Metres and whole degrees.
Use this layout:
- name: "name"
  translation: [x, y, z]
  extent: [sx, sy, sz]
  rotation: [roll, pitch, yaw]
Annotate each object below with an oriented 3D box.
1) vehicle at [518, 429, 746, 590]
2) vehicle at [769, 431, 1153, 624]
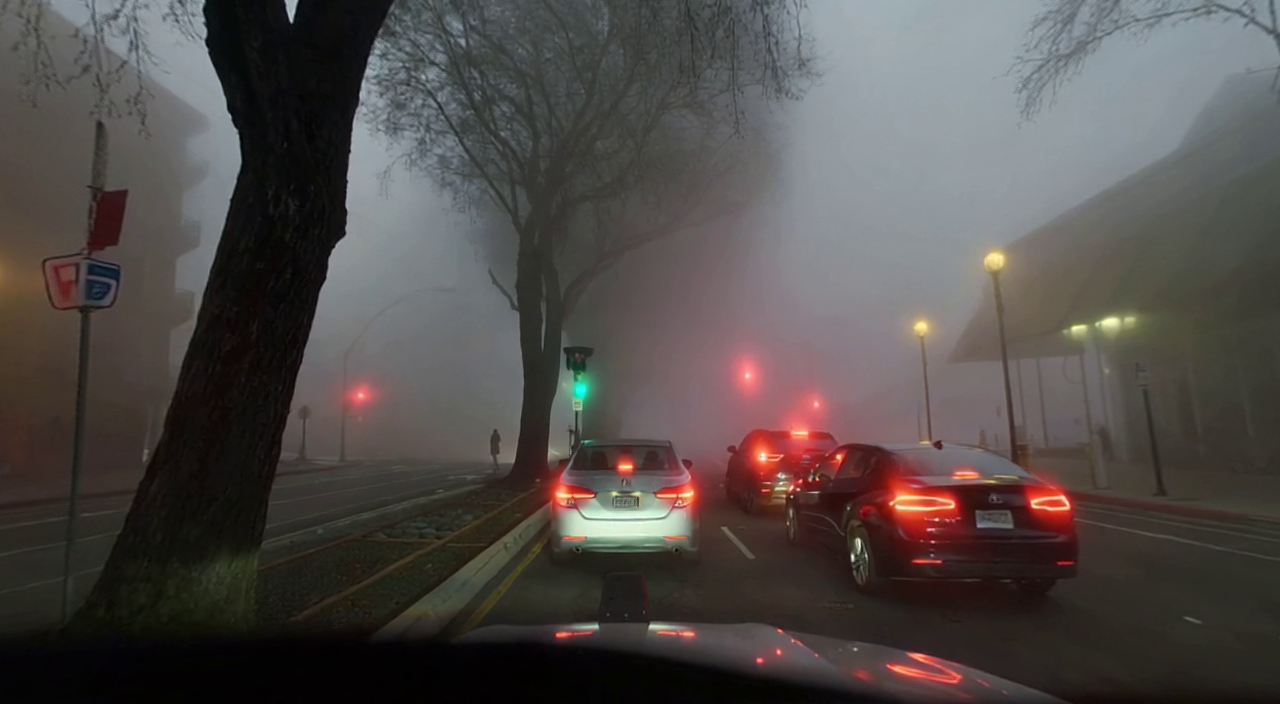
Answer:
- name: "vehicle"
  translation: [-0.094, 1.753, 7.925]
  extent: [2.087, 1.456, 4.143]
  rotation: [0, -8, -1]
- name: "vehicle"
  translation: [2.905, 1.654, 7.005]
  extent: [1.893, 1.446, 4.270]
  rotation: [0, -8, -2]
